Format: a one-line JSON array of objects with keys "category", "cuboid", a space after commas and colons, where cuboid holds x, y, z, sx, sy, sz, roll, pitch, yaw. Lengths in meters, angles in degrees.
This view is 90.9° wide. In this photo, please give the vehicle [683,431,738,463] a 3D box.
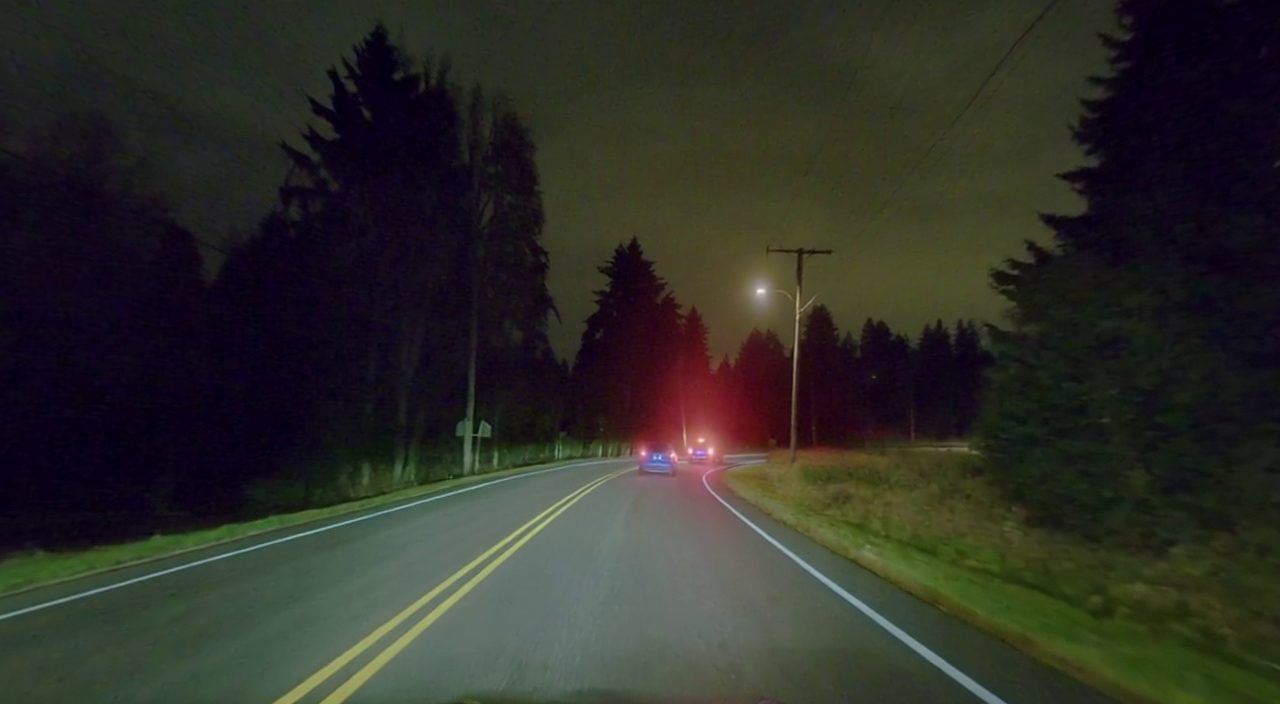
[{"category": "vehicle", "cuboid": [5.094, 6.731, 44.705, 2.376, 2.145, 5.953, -3, -9, 22]}]

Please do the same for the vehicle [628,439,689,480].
[{"category": "vehicle", "cuboid": [0.848, 4.447, 26.393, 2.157, 1.565, 4.243, -1, -8, 7]}]
